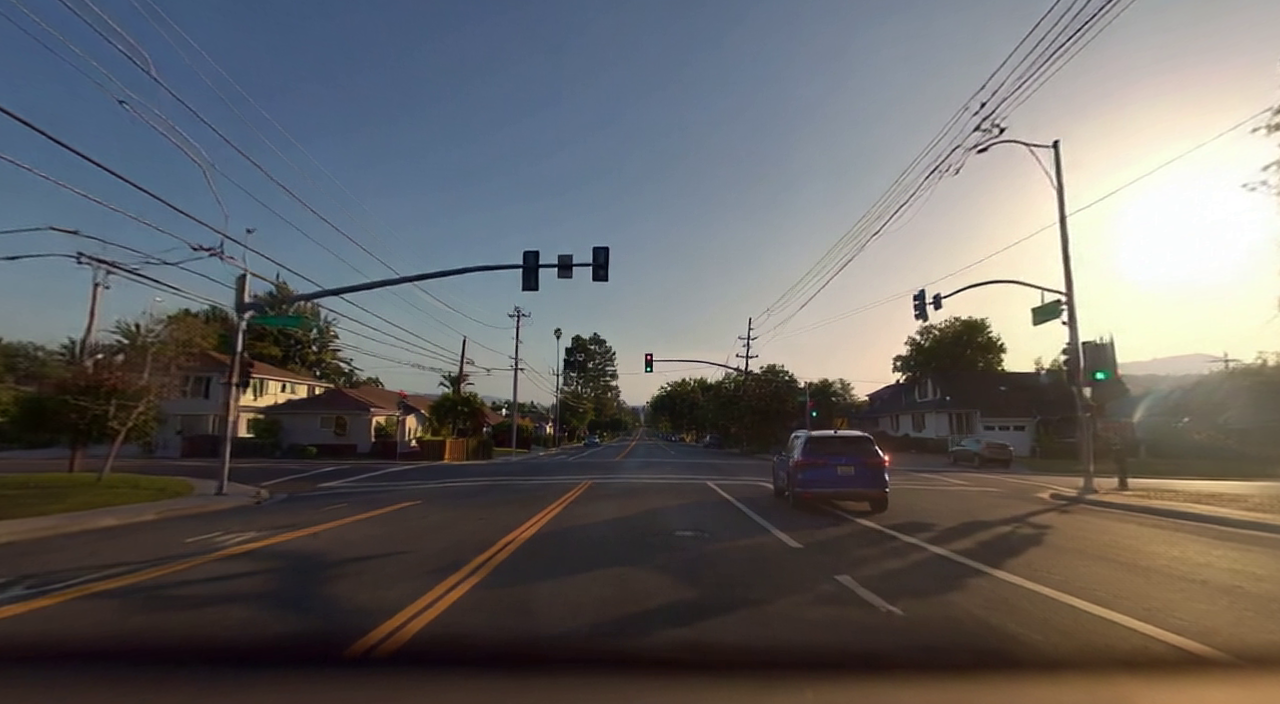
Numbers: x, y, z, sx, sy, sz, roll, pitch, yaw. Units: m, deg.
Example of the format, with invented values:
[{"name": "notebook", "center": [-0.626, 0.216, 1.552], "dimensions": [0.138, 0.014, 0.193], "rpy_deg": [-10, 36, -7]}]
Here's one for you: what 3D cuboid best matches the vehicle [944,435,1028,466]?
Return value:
[{"name": "vehicle", "center": [22.970, 6.557, 42.108], "dimensions": [2.030, 1.927, 4.853], "rpy_deg": [2, -9, -14]}]
